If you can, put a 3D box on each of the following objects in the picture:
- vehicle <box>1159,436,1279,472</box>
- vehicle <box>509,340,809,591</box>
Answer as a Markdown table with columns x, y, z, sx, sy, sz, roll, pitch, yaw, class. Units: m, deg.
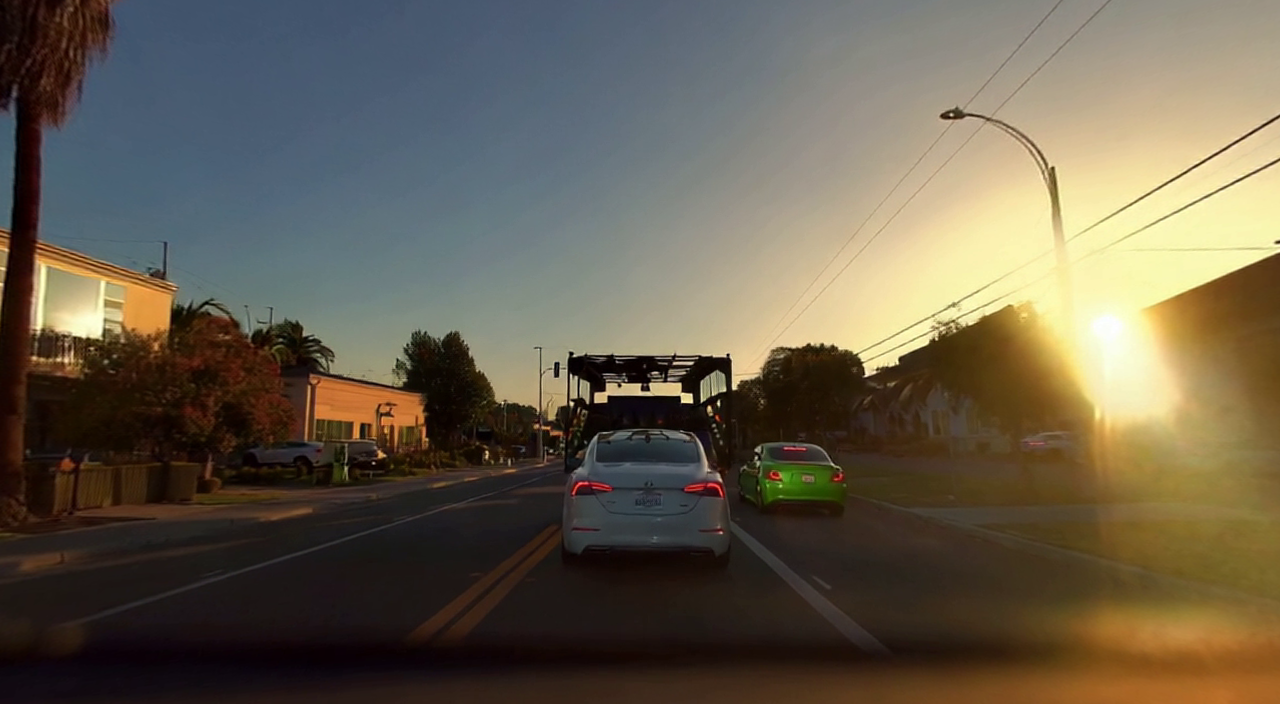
| x | y | z | sx | sy | sz | roll | pitch | yaw | class |
| --- | --- | --- | --- | --- | --- | --- | --- | --- | --- |
| 28.571 | 5.000 | 30.885 | 4.193 | 1.633 | 1.928 | -4 | -9 | 26 | vehicle |
| 0.180 | 1.512 | 9.083 | 2.728 | 2.305 | 6.506 | 0 | -8 | 0 | vehicle |
